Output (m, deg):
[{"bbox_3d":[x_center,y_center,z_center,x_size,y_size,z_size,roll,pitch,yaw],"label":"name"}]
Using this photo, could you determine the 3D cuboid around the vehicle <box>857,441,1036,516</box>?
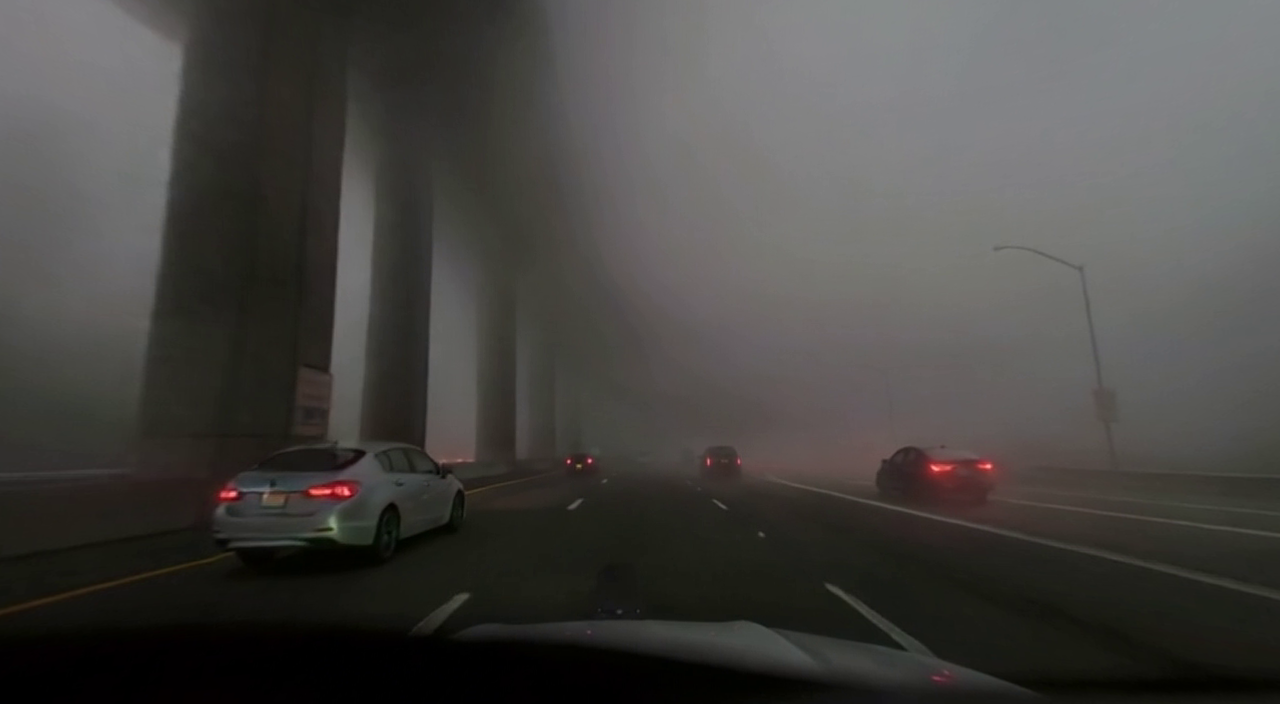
[{"bbox_3d":[6.903,2.892,14.856,1.989,1.472,4.322,0,-9,0],"label":"vehicle"}]

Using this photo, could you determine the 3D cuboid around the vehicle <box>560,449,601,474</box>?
[{"bbox_3d":[-3.572,6.740,38.909,2.047,1.464,4.387,0,-9,1],"label":"vehicle"}]

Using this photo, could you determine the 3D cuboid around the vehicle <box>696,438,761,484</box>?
[{"bbox_3d":[3.604,4.547,26.441,2.072,1.761,4.242,0,-9,0],"label":"vehicle"}]

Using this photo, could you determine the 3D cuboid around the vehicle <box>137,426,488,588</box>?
[{"bbox_3d":[-3.593,1.813,8.228,1.997,1.476,4.703,0,-9,1],"label":"vehicle"}]
